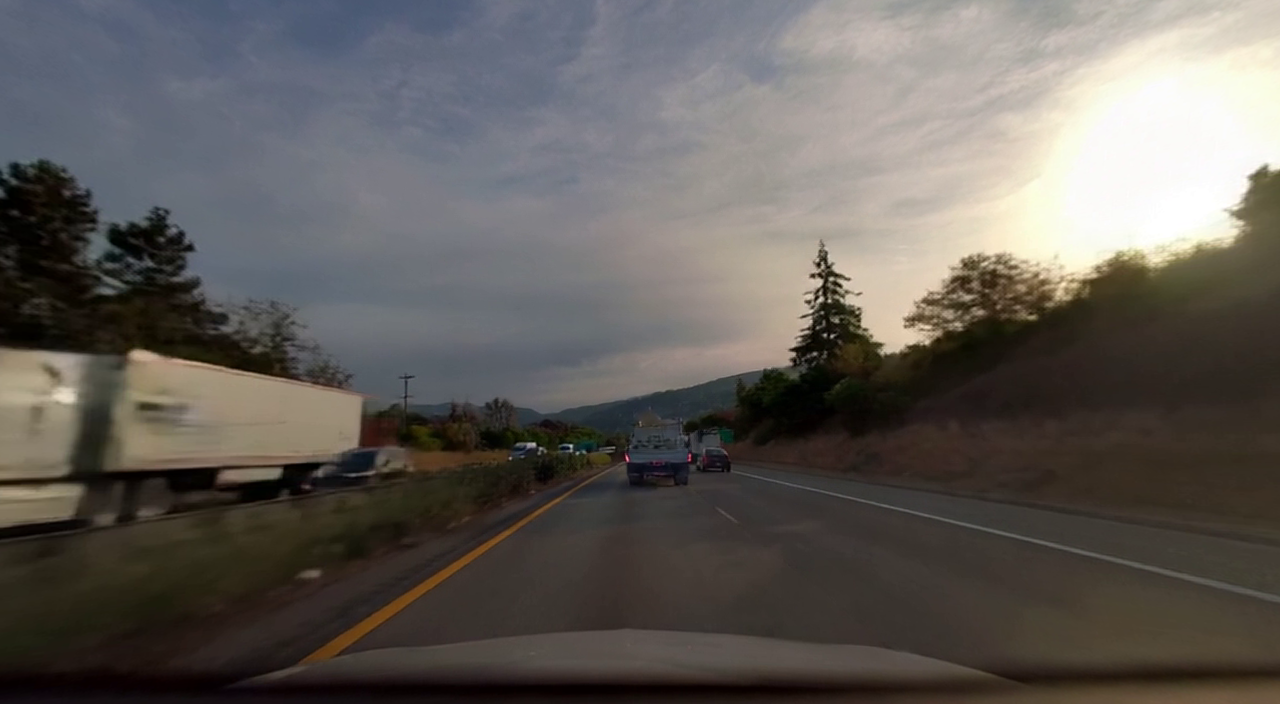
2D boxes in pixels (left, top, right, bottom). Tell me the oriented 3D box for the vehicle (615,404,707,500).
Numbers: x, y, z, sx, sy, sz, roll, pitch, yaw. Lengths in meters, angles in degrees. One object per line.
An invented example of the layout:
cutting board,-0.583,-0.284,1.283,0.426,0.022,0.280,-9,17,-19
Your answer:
vehicle,0.454,3.043,19.334,2.423,2.517,5.055,0,-9,-2

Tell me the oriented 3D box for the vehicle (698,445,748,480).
vehicle,3.657,4.955,28.463,1.654,1.441,4.066,0,-9,-1

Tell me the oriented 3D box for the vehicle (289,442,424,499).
vehicle,-8.860,3.730,20.272,2.051,1.586,4.739,0,-9,1

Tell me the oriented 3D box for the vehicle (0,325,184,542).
vehicle,-13.288,1.729,13.081,3.018,3.955,5.802,0,-9,0
